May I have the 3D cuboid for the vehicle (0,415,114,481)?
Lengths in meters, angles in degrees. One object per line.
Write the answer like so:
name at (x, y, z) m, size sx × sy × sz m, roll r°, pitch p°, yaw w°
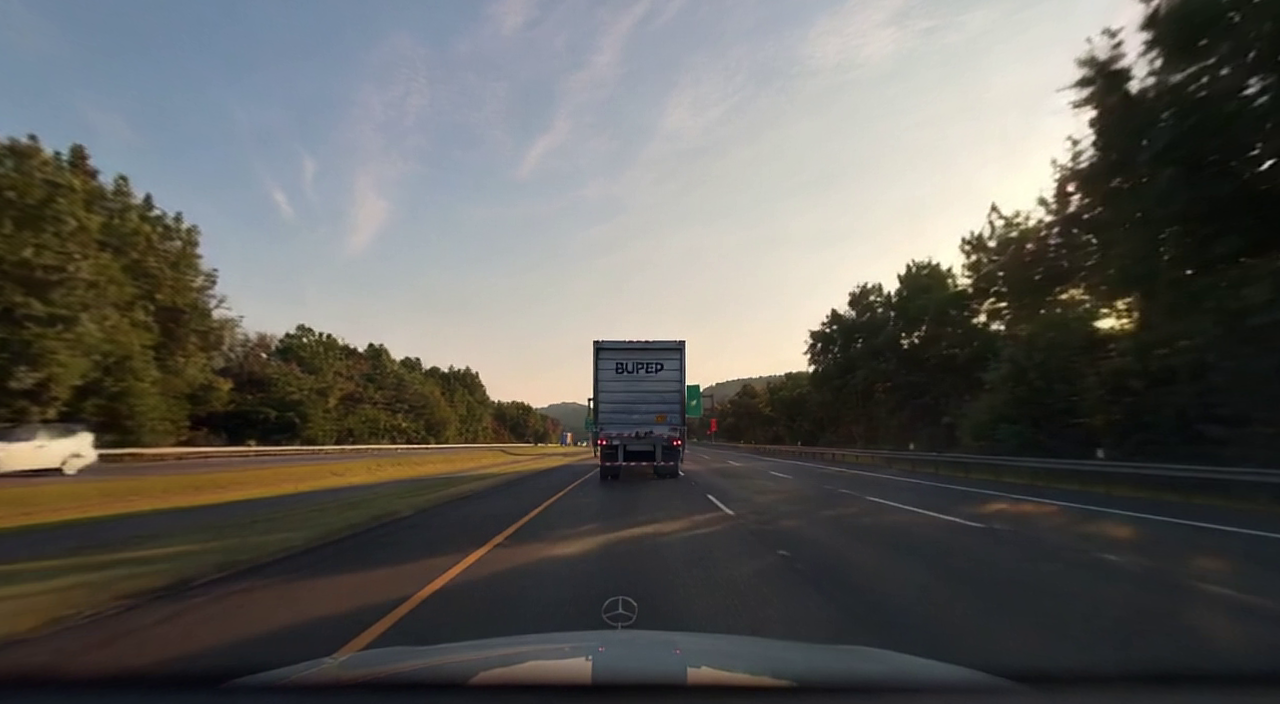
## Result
vehicle at (-15.710, 2.355, 15.588) m, size 1.795 × 1.517 × 4.019 m, roll 0°, pitch -8°, yaw 0°

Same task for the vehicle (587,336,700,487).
vehicle at (0.082, 2.095, 20.649) m, size 2.870 × 3.911 × 8.697 m, roll 0°, pitch -8°, yaw 0°
